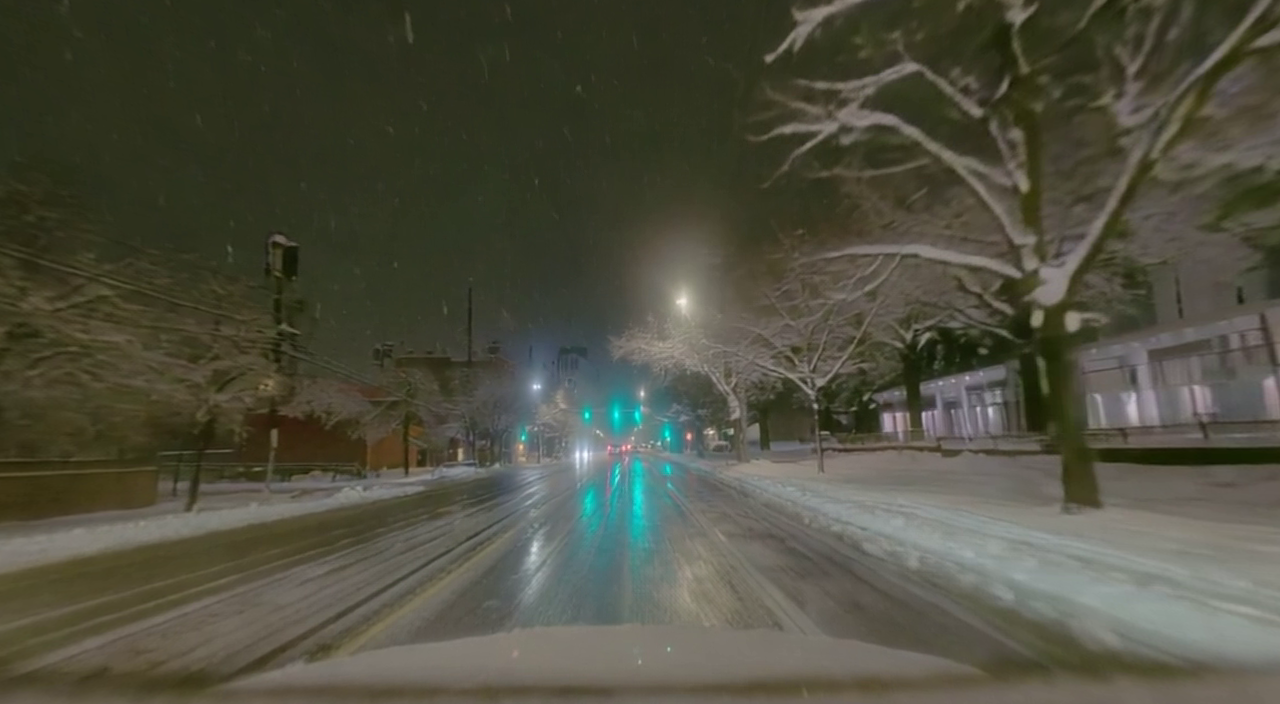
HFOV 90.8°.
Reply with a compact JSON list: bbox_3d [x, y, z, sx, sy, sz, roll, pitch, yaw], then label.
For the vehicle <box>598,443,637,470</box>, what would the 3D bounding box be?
[{"bbox_3d":[-1.342,6.104,37.010,2.131,1.474,4.146,0,-9,-3],"label":"vehicle"}]
